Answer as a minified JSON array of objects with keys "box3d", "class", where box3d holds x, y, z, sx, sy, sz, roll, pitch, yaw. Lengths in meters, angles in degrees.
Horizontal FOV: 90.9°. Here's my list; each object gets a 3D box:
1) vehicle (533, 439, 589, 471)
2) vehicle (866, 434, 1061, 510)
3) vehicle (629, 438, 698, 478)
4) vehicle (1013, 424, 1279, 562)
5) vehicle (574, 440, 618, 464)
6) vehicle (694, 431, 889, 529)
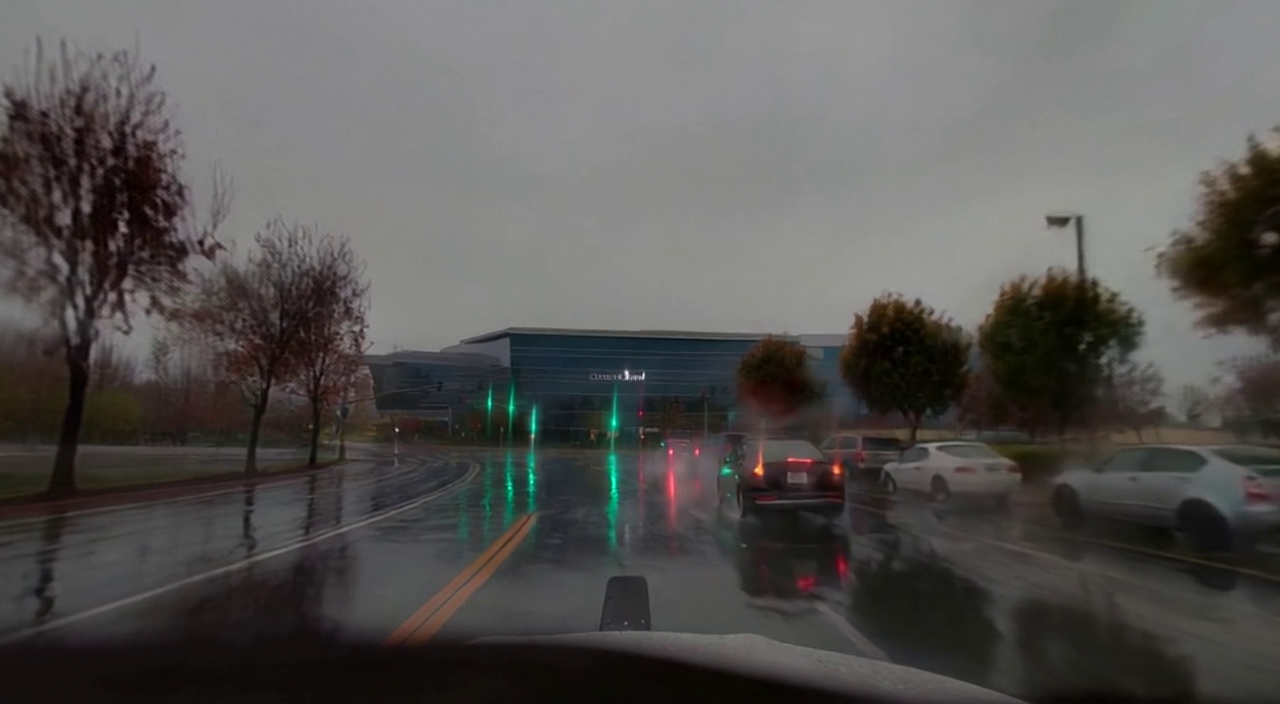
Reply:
[{"box3d":[-4.253,5.411,33.286,2.308,1.535,4.811,2,-9,-14],"class":"vehicle"},{"box3d":[7.167,2.680,14.605,1.820,1.450,4.408,1,-9,-6],"class":"vehicle"},{"box3d":[0.866,4.365,26.202,1.984,1.476,4.488,1,-9,-10],"class":"vehicle"},{"box3d":[7.676,1.805,8.741,1.882,1.469,4.766,1,-8,-3],"class":"vehicle"},{"box3d":[-2.976,6.620,41.737,1.957,1.463,4.701,2,-9,-16],"class":"vehicle"},{"box3d":[2.521,2.280,11.893,2.280,1.472,4.426,1,-8,-4],"class":"vehicle"}]
